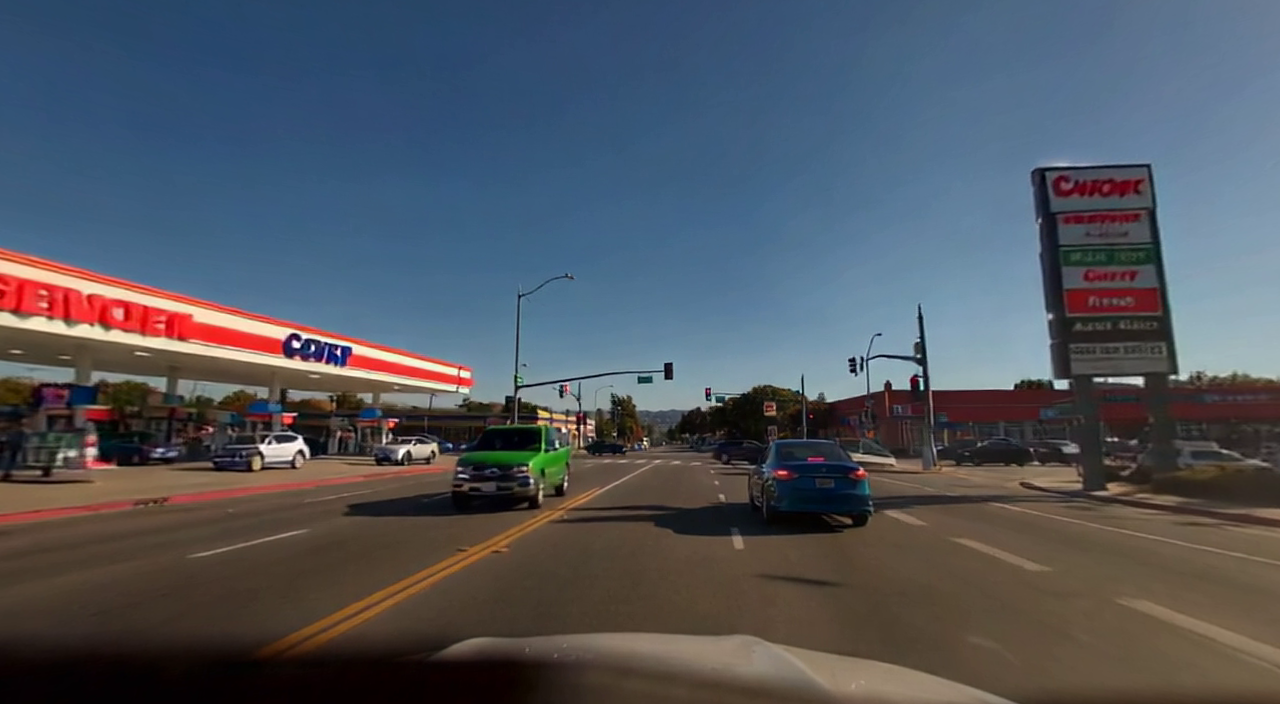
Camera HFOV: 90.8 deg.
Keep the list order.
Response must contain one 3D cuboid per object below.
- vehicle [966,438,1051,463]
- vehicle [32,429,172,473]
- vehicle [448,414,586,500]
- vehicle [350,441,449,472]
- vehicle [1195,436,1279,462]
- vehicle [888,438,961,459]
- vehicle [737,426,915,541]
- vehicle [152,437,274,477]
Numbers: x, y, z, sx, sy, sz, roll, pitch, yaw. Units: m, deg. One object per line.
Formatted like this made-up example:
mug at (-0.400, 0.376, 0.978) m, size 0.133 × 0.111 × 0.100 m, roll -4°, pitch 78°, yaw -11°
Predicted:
vehicle at (23.342, 6.266, 40.205) m, size 4.510 × 1.483 × 1.774 m, roll -5°, pitch -10°, yaw 28°
vehicle at (-24.466, 4.505, 28.774) m, size 4.975 × 1.863 × 2.443 m, roll -3°, pitch -9°, yaw 18°
vehicle at (-3.074, 2.812, 17.176) m, size 2.334 × 1.966 × 5.056 m, roll -1°, pitch -9°, yaw 5°
vehicle at (-12.707, 5.514, 33.634) m, size 1.854 × 1.501 × 4.561 m, roll -8°, pitch -11°, yaw 40°
vehicle at (40.209, 6.416, 41.907) m, size 4.568 × 1.643 × 1.911 m, roll -3°, pitch -9°, yaw 19°
vehicle at (21.431, 7.308, 47.666) m, size 4.681 × 1.495 × 2.096 m, roll -6°, pitch -10°, yaw 32°
vehicle at (2.843, 2.103, 10.756) m, size 1.995 × 1.525 × 4.392 m, roll -1°, pitch -9°, yaw 5°
vehicle at (-17.894, 4.377, 26.485) m, size 4.610 × 1.515 × 2.112 m, roll -5°, pitch -10°, yaw 26°
